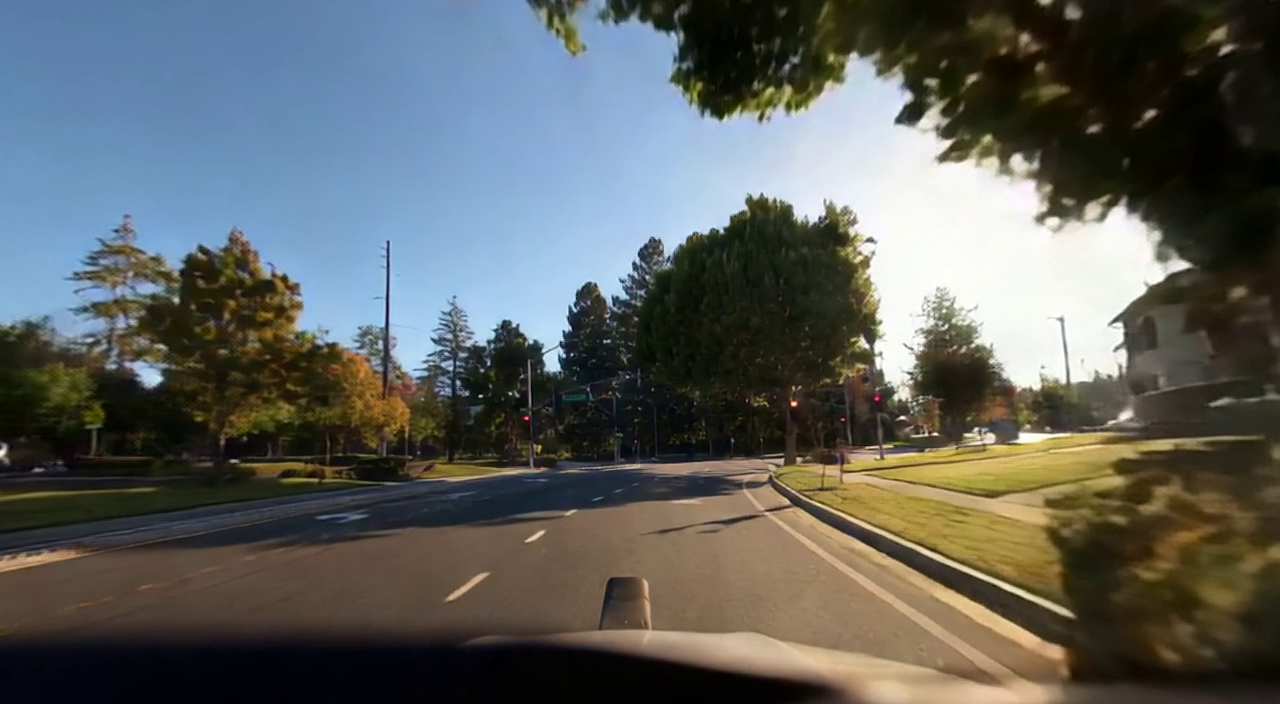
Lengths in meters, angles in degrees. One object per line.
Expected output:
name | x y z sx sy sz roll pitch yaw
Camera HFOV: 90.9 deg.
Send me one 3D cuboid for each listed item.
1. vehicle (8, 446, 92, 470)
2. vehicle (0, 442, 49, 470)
vehicle | -36.933 6.609 39.514 3.737 1.444 1.680 -1 -9 6
vehicle | -37.270 6.086 36.853 3.771 1.554 1.826 -1 -9 7
